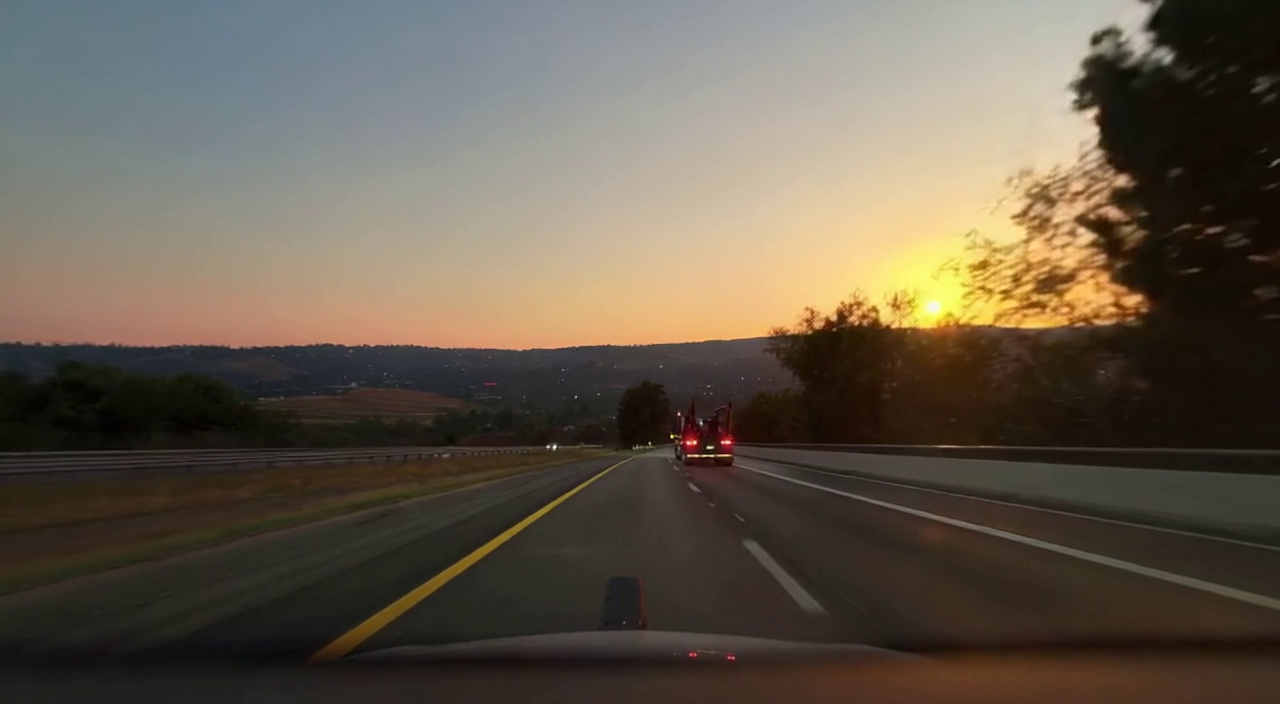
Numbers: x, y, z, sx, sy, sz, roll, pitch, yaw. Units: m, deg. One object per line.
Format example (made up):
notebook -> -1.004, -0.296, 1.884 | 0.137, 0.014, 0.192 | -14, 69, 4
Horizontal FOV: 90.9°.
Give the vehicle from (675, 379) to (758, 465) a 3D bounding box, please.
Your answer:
vehicle -> 3.746, 3.731, 32.721 | 3.279, 3.956, 6.541 | 0, -8, -1
